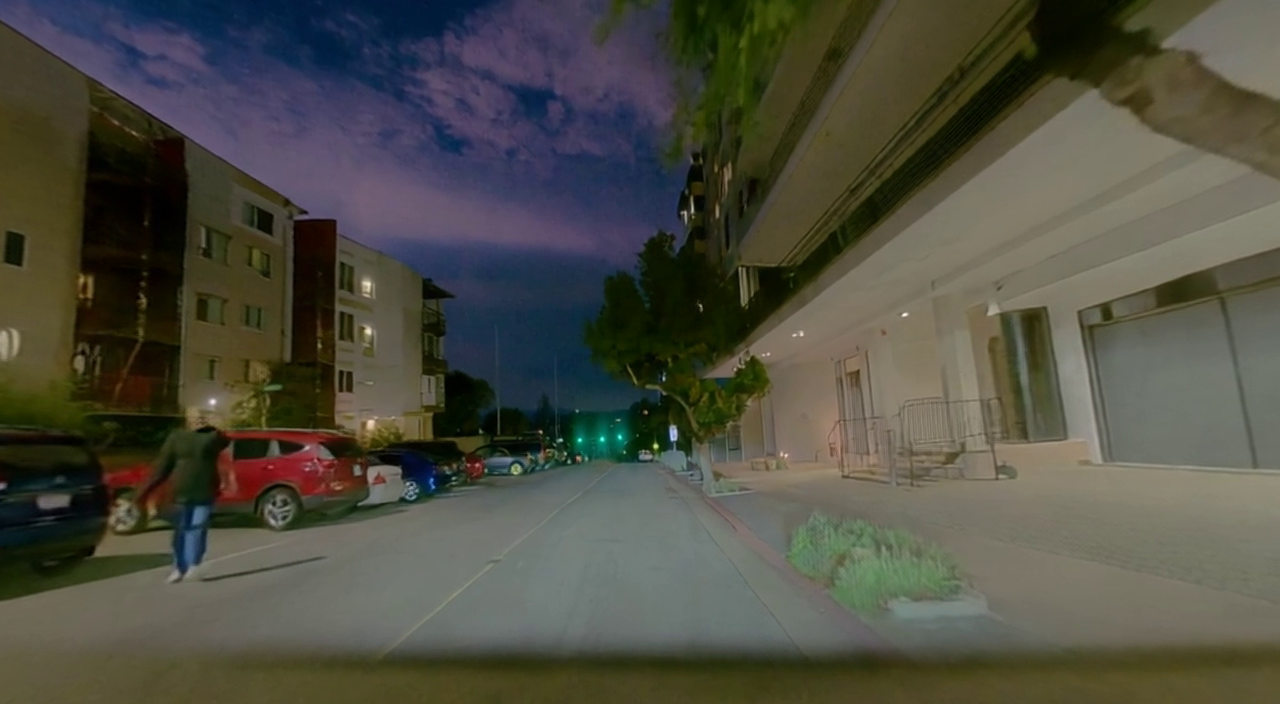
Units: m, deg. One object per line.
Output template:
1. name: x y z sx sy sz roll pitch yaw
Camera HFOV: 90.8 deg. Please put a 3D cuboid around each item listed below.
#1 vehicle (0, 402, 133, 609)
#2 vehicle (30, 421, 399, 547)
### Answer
1. vehicle: -7.879 1.479 6.193 4.025 1.878 1.954 0 -9 -1
2. vehicle: -7.320 2.299 11.357 4.981 1.975 2.296 -1 -9 3
